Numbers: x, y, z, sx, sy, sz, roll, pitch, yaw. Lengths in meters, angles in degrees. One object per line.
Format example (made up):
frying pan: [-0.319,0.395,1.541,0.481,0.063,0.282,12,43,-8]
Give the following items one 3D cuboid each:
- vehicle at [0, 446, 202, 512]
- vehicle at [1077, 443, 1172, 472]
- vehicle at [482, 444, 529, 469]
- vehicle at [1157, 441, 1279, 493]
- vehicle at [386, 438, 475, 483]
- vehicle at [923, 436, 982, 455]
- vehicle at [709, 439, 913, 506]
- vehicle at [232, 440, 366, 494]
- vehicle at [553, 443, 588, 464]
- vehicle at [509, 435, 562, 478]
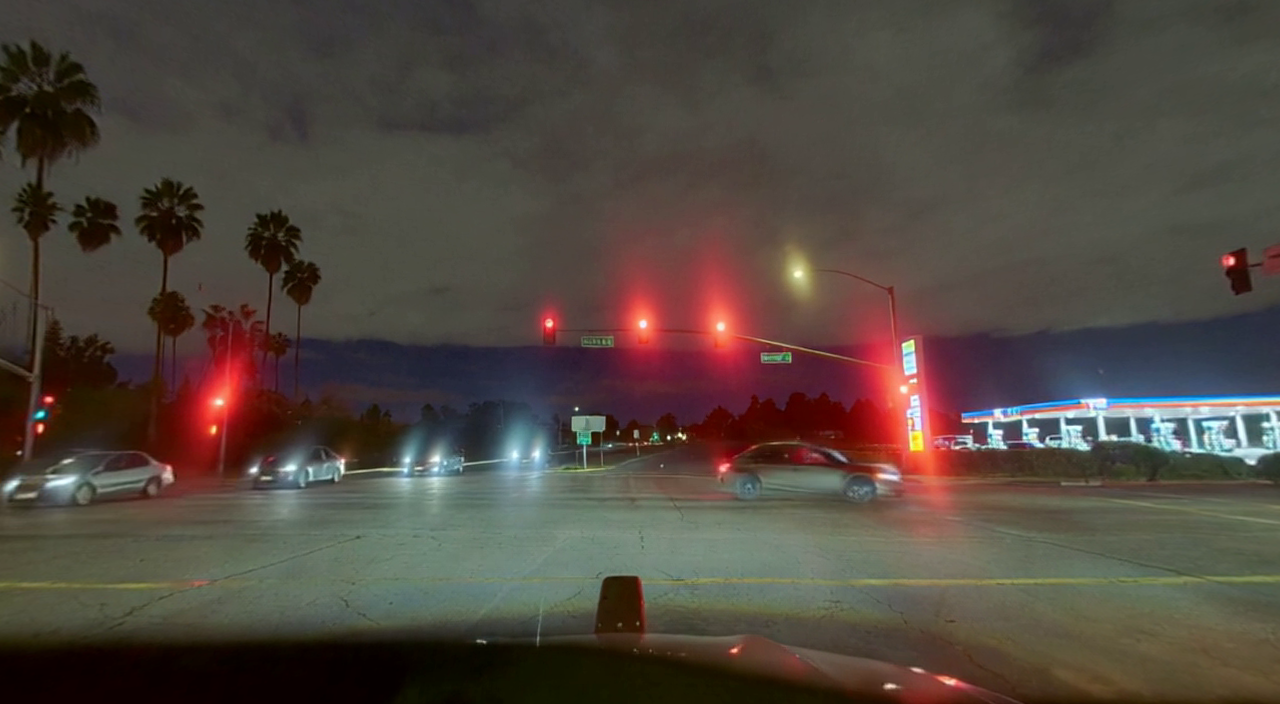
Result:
vehicle: [-15.178,3.492,17.947,2.099,1.590,4.625,0,-9,1]
vehicle: [24.269,5.294,31.730,3.474,1.376,1.538,0,-9,-2]
vehicle: [-8.792,6.893,41.789,2.034,1.510,4.647,0,-9,0]
vehicle: [18.709,3.401,18.821,5.015,1.446,1.862,0,-9,-3]
vehicle: [-8.483,4.442,26.113,2.124,1.701,4.551,0,-9,0]
vehicle: [22.552,6.758,45.652,3.356,1.395,1.559,0,-9,-1]
vehicle: [4.251,2.959,15.910,4.579,1.464,1.983,-5,-10,29]
vehicle: [-11.865,4.013,22.460,1.973,1.712,4.872,0,-9,0]
vehicle: [-5.277,7.787,48.475,2.079,1.490,5.064,0,-9,1]
vehicle: [-4.752,4.634,28.179,1.929,1.719,4.892,2,-9,-13]
